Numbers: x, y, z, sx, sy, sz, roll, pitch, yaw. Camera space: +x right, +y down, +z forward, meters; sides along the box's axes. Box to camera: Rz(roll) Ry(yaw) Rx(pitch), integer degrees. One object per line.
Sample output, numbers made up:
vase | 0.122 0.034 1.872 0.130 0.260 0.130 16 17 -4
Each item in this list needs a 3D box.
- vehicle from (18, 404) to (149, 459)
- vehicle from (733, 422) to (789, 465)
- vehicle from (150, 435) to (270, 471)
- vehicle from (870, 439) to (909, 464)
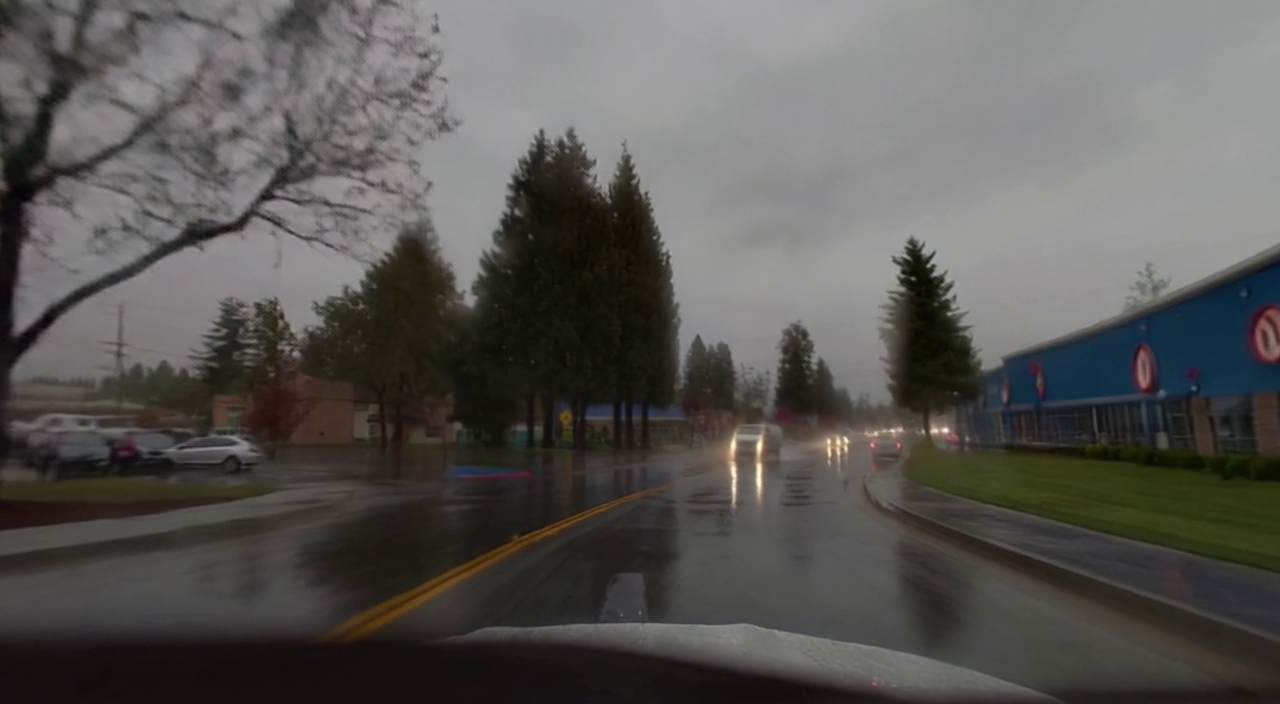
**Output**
vehicle | -28.786 4.252 33.033 2.576 2.597 5.438 1 -9 -12
vehicle | 8.802 6.559 45.373 2.674 2.815 6.582 -4 -9 21
vehicle | -21.261 4.989 31.465 4.410 1.689 1.974 2 -9 -13
vehicle | 18.787 7.475 47.805 2.292 1.767 5.128 -3 -9 17
